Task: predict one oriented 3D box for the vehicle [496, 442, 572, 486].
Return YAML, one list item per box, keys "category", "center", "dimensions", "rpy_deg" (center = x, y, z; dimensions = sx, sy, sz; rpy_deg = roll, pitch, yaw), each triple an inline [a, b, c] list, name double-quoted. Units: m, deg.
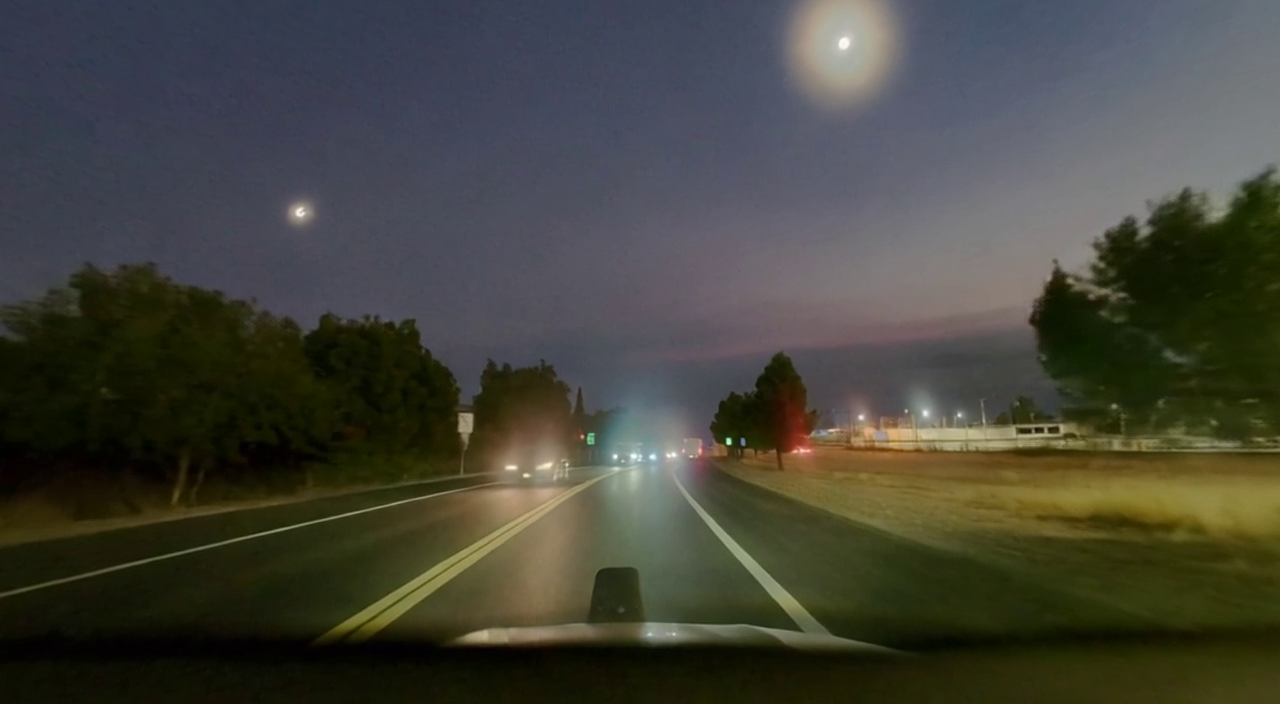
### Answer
- category: "vehicle"
  center: [-4.026, 4.334, 24.817]
  dimensions: [2.049, 1.566, 4.387]
  rpy_deg: [-1, -8, 3]
